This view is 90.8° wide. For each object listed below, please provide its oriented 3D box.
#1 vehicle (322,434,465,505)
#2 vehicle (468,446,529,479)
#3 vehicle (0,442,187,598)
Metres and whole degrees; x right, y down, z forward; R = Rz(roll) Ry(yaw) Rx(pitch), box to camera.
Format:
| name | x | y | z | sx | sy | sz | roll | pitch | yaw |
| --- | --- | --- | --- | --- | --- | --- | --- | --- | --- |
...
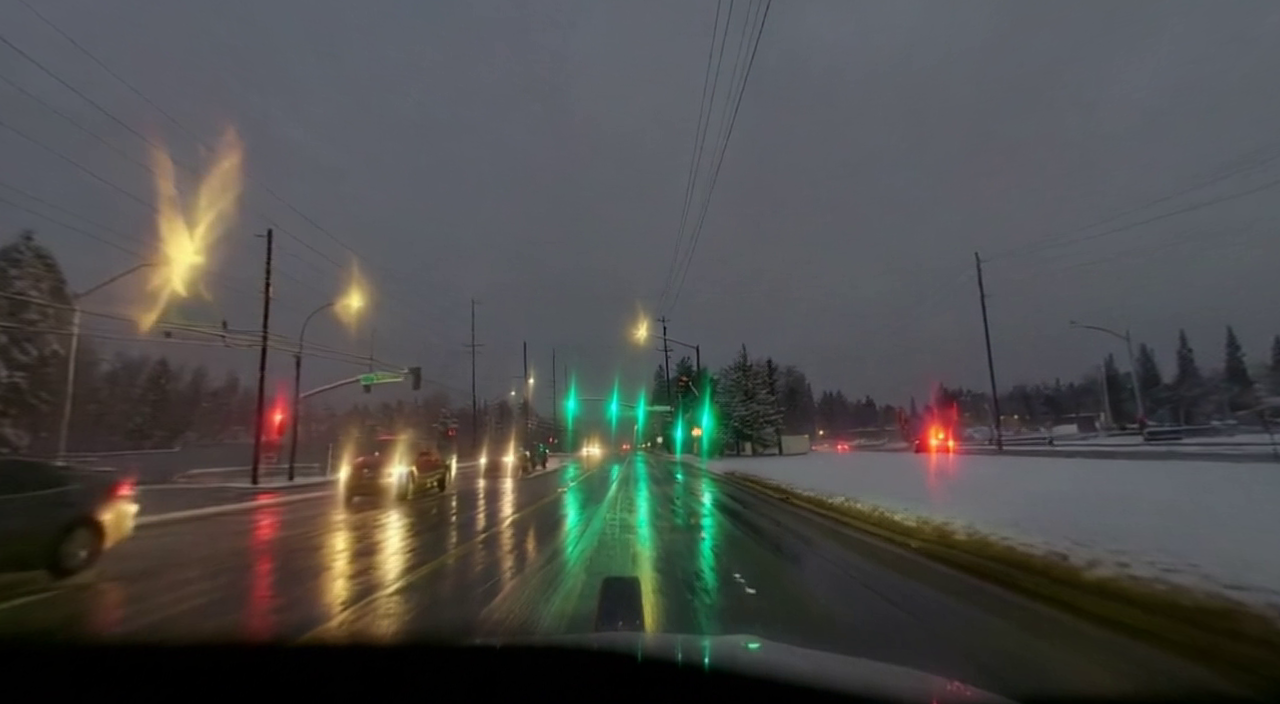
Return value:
| name | x | y | z | sx | sy | sz | roll | pitch | yaw |
| --- | --- | --- | --- | --- | --- | --- | --- | --- | --- |
| vehicle | -6.976 | 3.360 | 18.596 | 2.101 | 1.768 | 5.040 | 0 | -9 | 1 |
| vehicle | -6.924 | 5.437 | 31.429 | 1.854 | 1.481 | 4.518 | 0 | -9 | 2 |
| vehicle | -7.074 | 1.626 | 6.213 | 2.008 | 1.456 | 4.409 | 0 | -9 | -1 |
